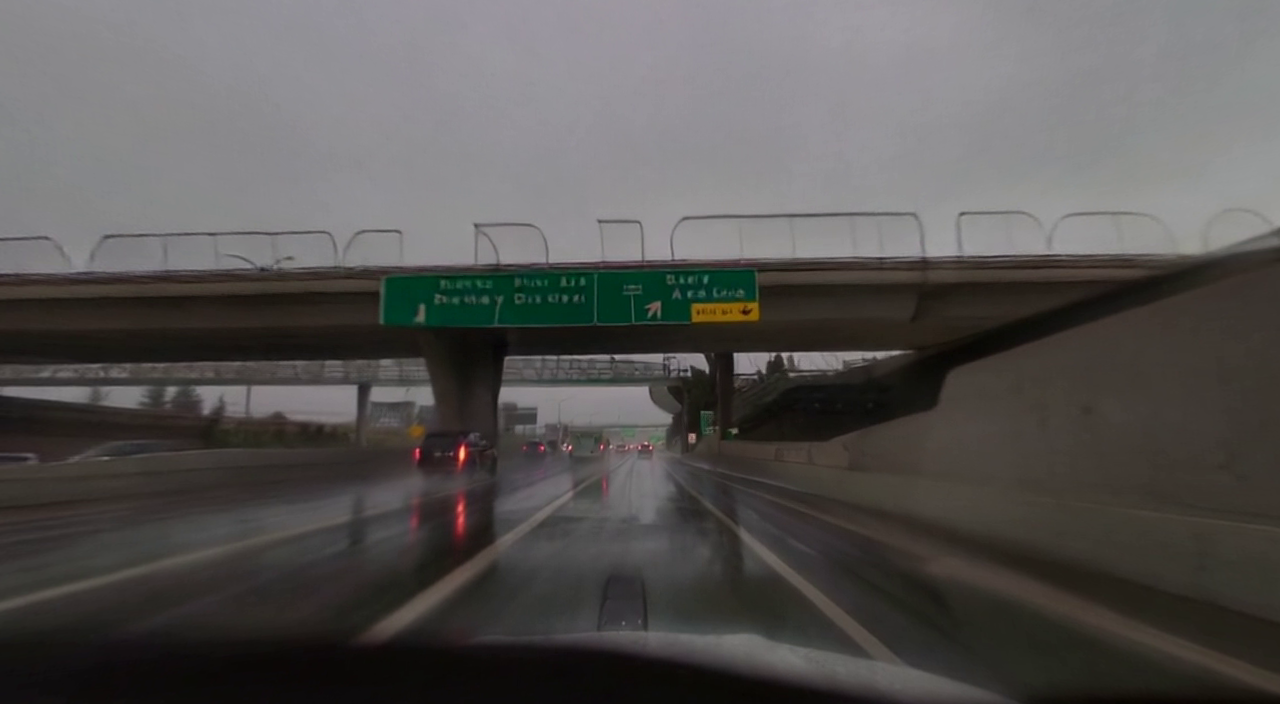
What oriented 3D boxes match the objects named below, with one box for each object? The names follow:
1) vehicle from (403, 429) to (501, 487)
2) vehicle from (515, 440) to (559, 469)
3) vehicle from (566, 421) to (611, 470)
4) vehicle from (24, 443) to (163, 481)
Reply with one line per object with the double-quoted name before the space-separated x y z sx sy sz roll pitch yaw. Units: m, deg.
"vehicle" -6.964 3.993 23.858 2.179 1.948 4.618 0 -9 1
"vehicle" -6.822 6.874 42.120 2.109 1.784 4.709 0 -9 1
"vehicle" -3.183 6.015 40.207 2.301 2.843 6.458 0 -9 0
"vehicle" -29.392 5.921 34.146 2.298 1.855 5.828 0 -9 1
